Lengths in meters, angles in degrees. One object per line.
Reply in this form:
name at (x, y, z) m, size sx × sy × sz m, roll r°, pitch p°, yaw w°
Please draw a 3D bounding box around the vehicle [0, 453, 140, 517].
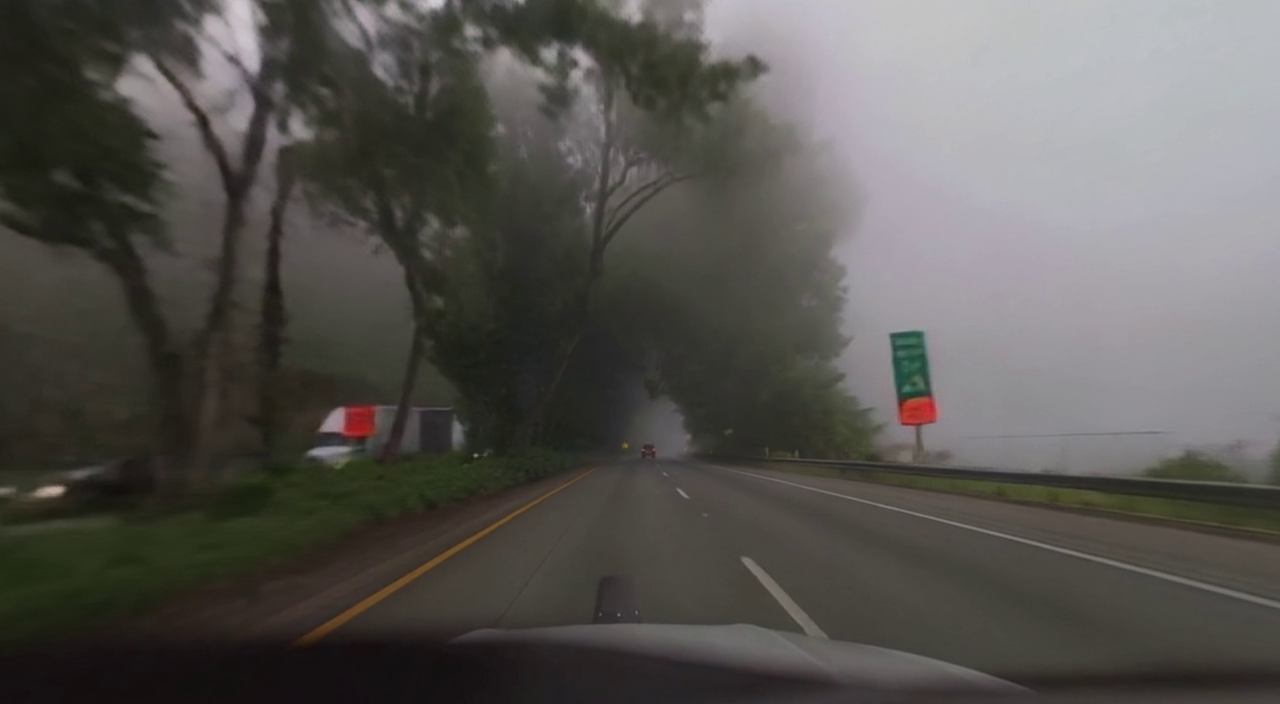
vehicle at (-17.096, 3.710, 18.057) m, size 1.794 × 1.517 × 4.540 m, roll 0°, pitch -8°, yaw -1°
